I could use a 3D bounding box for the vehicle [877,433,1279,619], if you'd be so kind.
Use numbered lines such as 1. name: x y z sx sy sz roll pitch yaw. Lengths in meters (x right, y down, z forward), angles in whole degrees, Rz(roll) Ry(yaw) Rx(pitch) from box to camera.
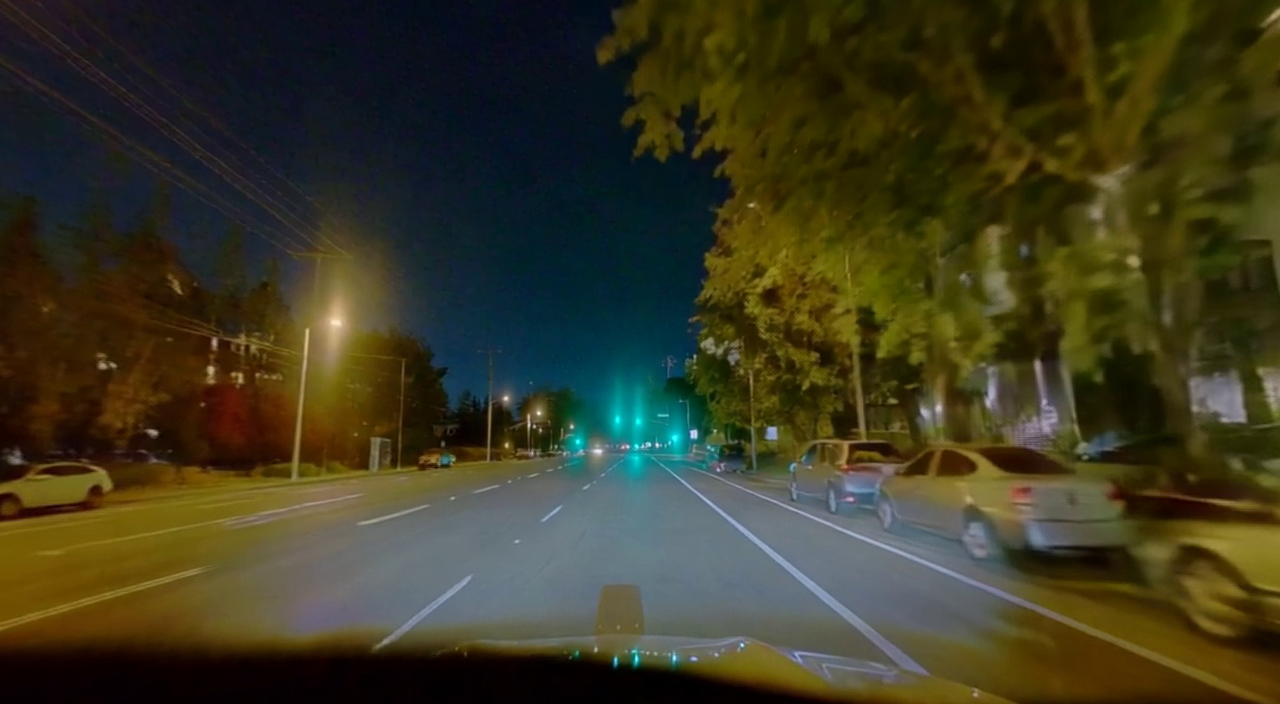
1. vehicle: 4.617 1.741 7.395 1.888 1.474 4.532 0 -9 0

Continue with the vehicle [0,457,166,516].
1. vehicle: -17.693 4.189 20.138 1.871 1.596 4.114 0 -9 1

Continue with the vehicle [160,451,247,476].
1. vehicle: -28.803 7.340 41.764 4.376 1.482 1.933 -2 -9 1

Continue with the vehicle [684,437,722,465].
1. vehicle: 4.371 7.011 44.637 2.078 1.837 5.088 0 -9 -1

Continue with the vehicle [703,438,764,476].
1. vehicle: 4.527 5.184 31.499 2.154 1.718 4.980 0 -9 -2

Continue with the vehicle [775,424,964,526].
1. vehicle: 4.440 2.467 13.275 2.077 1.718 4.885 0 -9 -1
